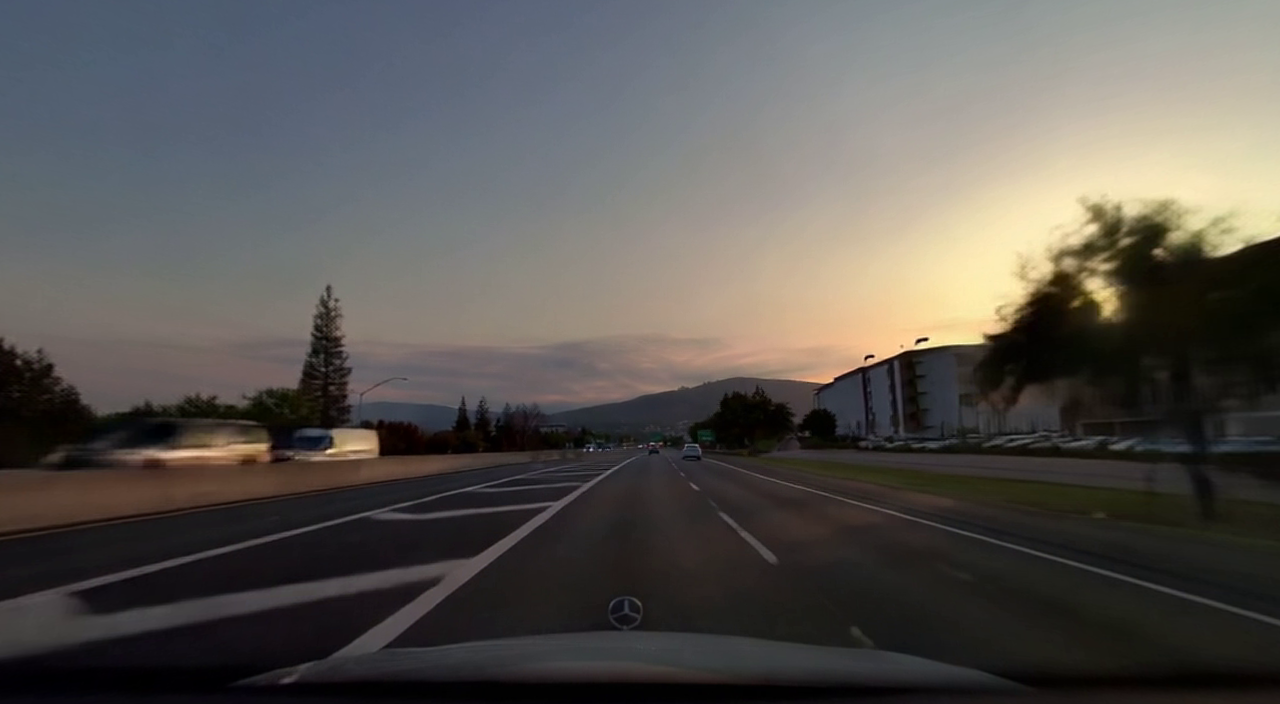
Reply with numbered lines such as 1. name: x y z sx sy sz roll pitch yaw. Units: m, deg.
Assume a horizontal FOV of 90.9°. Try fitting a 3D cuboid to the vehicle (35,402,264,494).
1. vehicle: -19.725 3.953 26.306 2.938 3.241 7.954 0 -8 1
